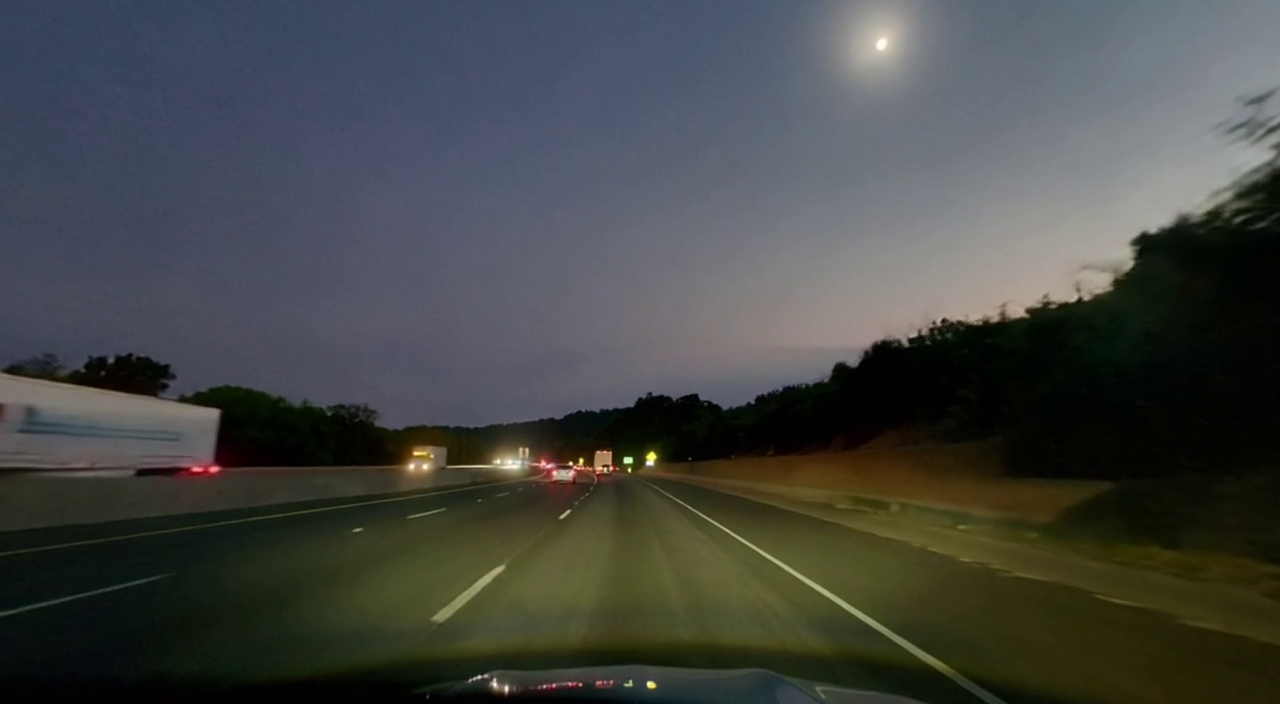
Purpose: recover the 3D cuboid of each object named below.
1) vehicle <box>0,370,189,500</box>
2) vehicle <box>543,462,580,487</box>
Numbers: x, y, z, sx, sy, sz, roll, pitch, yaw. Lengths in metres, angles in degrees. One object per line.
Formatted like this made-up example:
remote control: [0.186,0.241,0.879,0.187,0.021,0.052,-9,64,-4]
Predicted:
vehicle: [-21.504,2.576,19.689,2.868,3.983,16.567,1,-10,-1]
vehicle: [-5.359,8.434,43.435,2.115,1.546,4.638,1,-10,-2]
